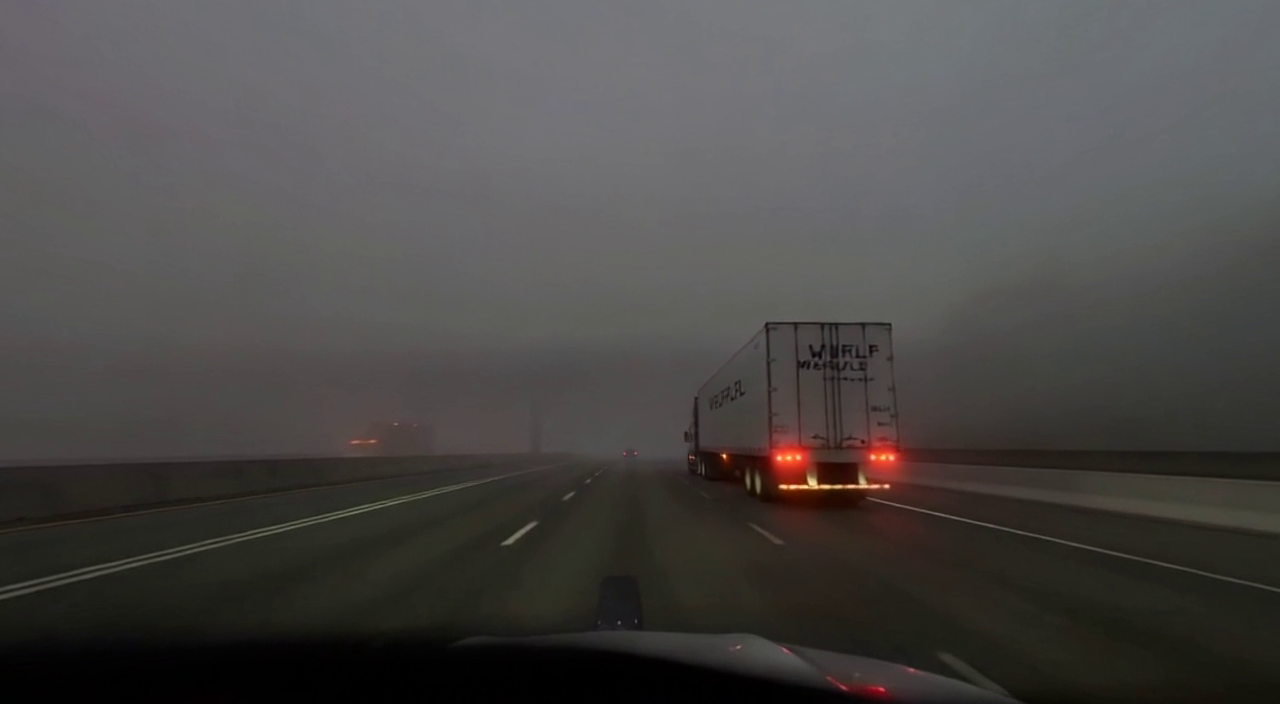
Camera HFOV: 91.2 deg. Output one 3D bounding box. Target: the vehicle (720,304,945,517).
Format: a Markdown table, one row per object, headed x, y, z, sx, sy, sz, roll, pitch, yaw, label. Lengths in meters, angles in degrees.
| x | y | z | sx | sy | sz | roll | pitch | yaw | label |
| --- | --- | --- | --- | --- | --- | --- | --- | --- | --- |
| 4.128 | 1.722 | 16.091 | 2.869 | 4.013 | 8.610 | 0 | -9 | -1 | vehicle |
